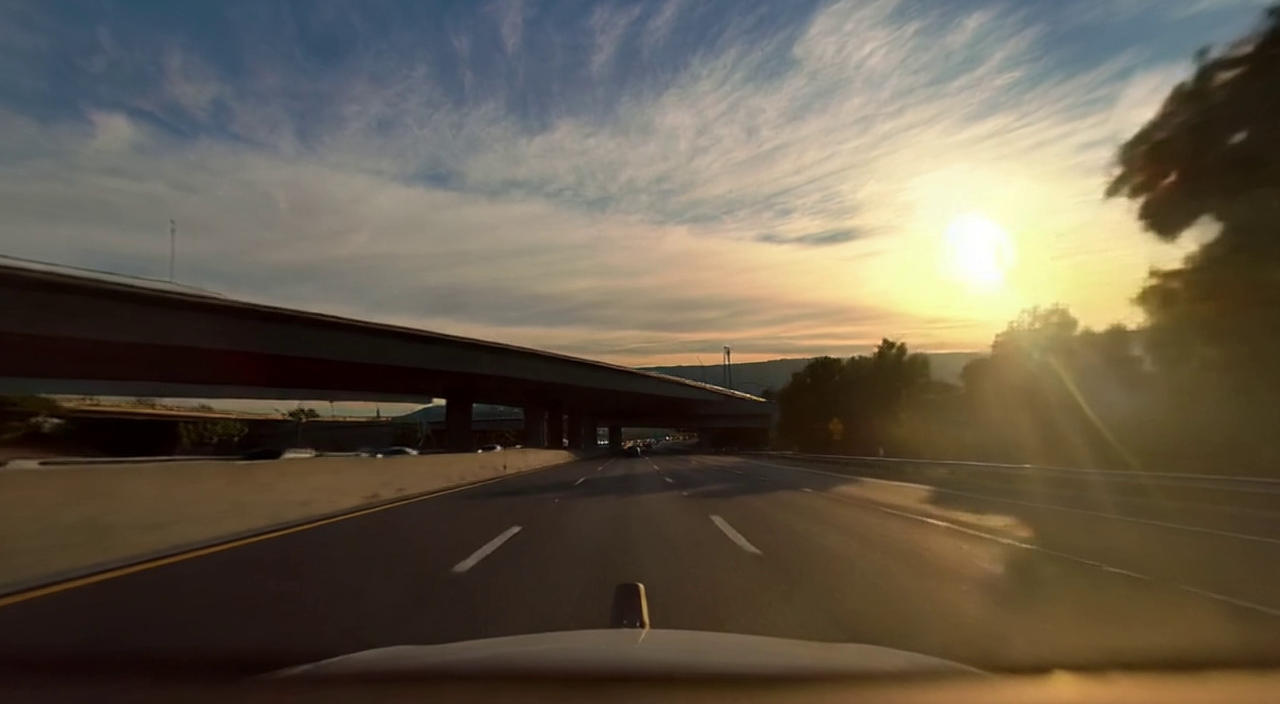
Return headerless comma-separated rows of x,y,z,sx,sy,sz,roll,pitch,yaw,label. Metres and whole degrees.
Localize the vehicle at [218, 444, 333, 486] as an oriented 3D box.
-14.139,4.380,24.849,1.916,1.470,4.449,0,-9,-1,vehicle
